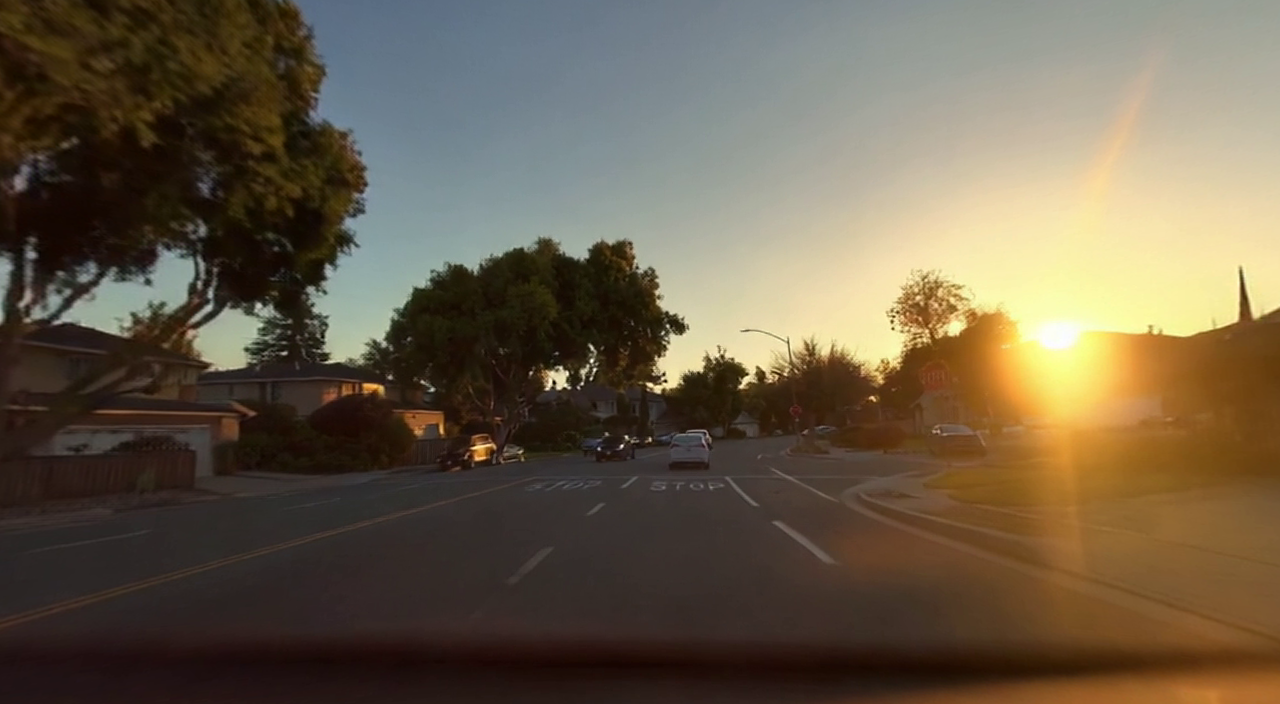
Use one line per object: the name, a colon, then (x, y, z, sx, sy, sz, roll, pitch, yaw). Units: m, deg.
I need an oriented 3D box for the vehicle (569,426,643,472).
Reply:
vehicle: (-1.280, 3.943, 25.761, 2.178, 1.695, 4.339, -1, -9, 8)

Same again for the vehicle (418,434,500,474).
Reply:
vehicle: (-10.276, 5.819, 36.242, 2.191, 1.980, 5.888, -5, -9, 9)

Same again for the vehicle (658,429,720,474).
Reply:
vehicle: (1.893, 3.627, 23.098, 1.955, 1.459, 4.383, -1, -9, 8)

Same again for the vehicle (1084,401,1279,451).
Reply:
vehicle: (19.813, 2.810, 23.292, 4.989, 1.564, 2.007, -3, -12, 13)

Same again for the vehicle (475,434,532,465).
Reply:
vehicle: (-9.014, 6.521, 41.904, 2.076, 1.864, 4.730, -4, -10, 9)
